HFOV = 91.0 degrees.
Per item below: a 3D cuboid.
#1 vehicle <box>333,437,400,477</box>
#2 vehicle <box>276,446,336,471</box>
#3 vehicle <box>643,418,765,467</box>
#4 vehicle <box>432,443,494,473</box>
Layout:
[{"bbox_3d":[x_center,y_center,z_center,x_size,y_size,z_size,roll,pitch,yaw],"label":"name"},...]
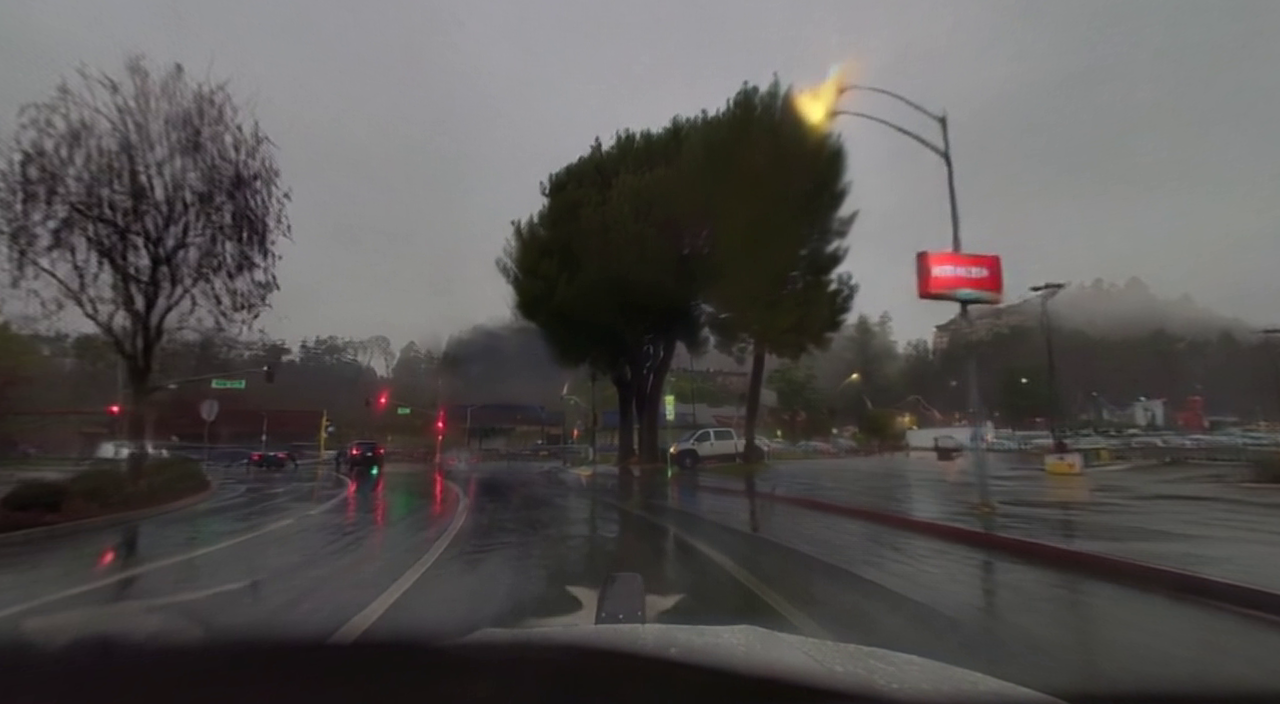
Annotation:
[{"bbox_3d":[-15.106,5.740,34.594,2.254,2.006,4.766,7,-11,-36],"label":"vehicle"},{"bbox_3d":[-23.265,7.375,43.845,4.546,1.650,1.940,-7,-11,39],"label":"vehicle"},{"bbox_3d":[4.288,6.223,43.135,7.741,3.106,2.906,-5,-10,30],"label":"vehicle"},{"bbox_3d":[-11.618,6.880,41.122,2.202,1.822,4.826,7,-11,-37],"label":"vehicle"}]
